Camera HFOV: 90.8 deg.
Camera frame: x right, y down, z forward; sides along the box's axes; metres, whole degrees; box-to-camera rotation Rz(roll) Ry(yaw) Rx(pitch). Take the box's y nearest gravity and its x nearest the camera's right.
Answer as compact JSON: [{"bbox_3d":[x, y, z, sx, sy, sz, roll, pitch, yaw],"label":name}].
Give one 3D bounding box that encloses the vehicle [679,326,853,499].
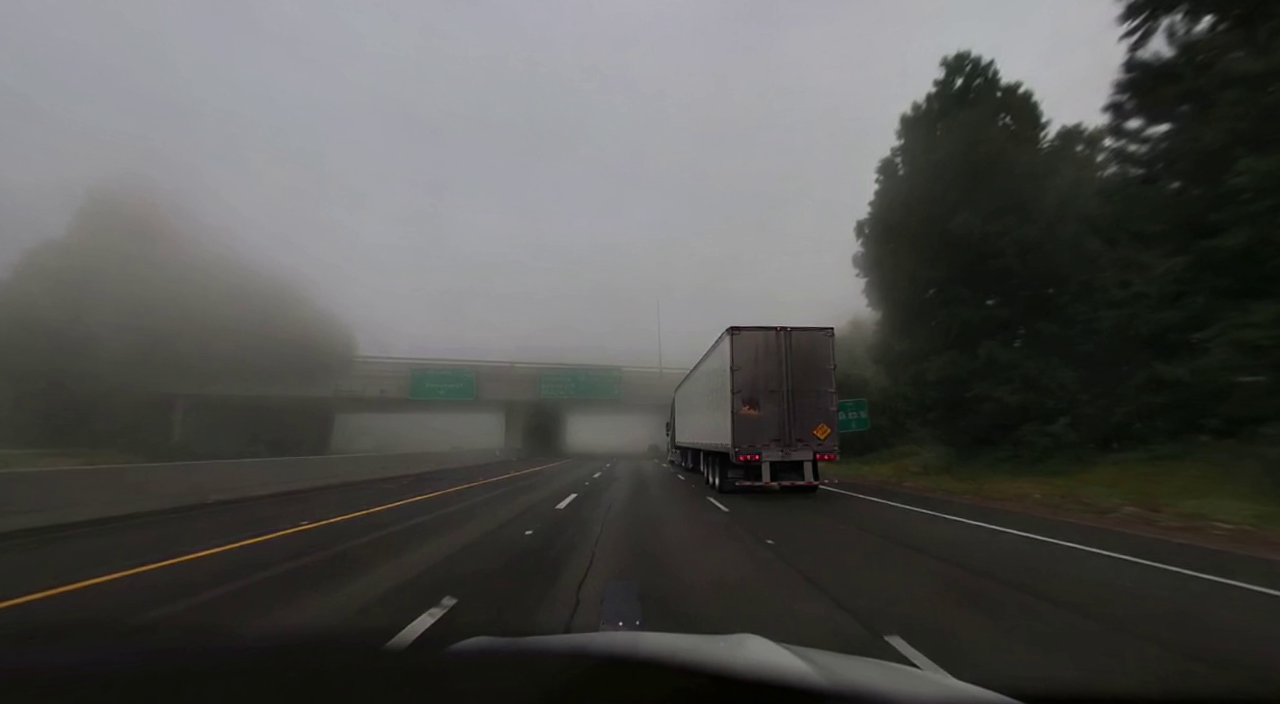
[{"bbox_3d":[3.492,2.666,23.327,2.743,4.160,16.408,0,-9,-1],"label":"vehicle"}]
